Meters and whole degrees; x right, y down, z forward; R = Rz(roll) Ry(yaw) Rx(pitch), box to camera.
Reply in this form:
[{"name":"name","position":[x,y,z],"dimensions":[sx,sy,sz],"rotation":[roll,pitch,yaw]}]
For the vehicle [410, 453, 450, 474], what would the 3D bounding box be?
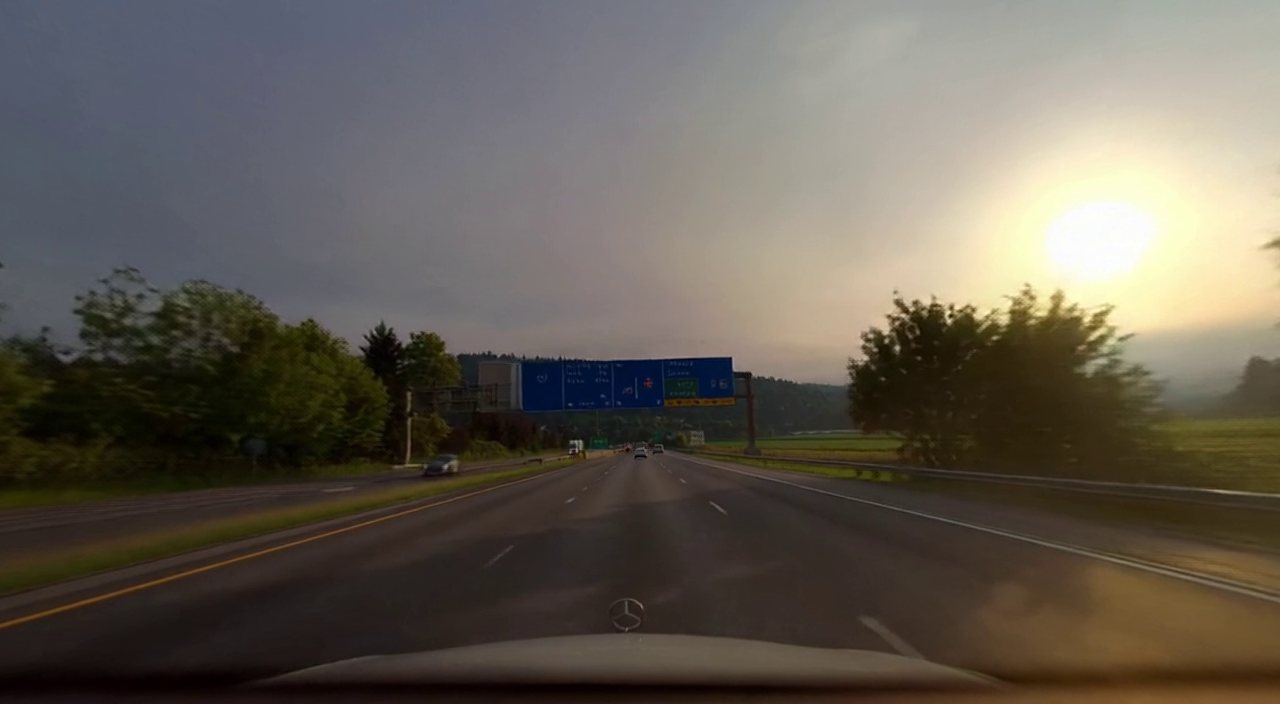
[{"name":"vehicle","position":[-15.590,8.283,46.999],"dimensions":[1.635,1.402,3.991],"rotation":[0,-9,0]}]
